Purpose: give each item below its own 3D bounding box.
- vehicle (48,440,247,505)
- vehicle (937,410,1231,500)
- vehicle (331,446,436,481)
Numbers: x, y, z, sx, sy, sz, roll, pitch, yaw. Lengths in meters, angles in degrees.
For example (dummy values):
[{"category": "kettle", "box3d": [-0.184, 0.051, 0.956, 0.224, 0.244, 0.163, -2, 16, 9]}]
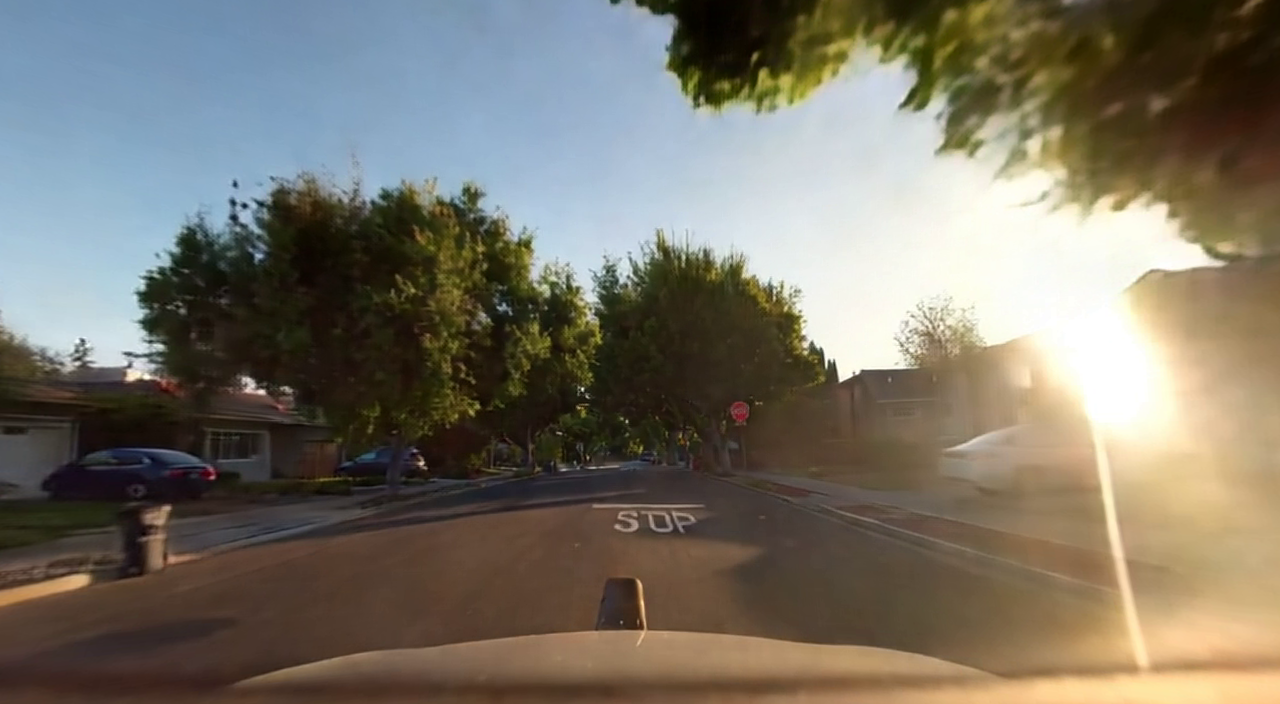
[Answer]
[{"category": "vehicle", "box3d": [-14.588, 3.544, 18.861, 4.493, 1.776, 1.997, -1, -9, 9]}, {"category": "vehicle", "box3d": [9.878, 2.325, 14.367, 5.234, 1.868, 2.014, 1, -9, -4]}, {"category": "vehicle", "box3d": [-13.938, 6.086, 34.629, 4.809, 1.865, 2.093, 0, -9, -2]}]
